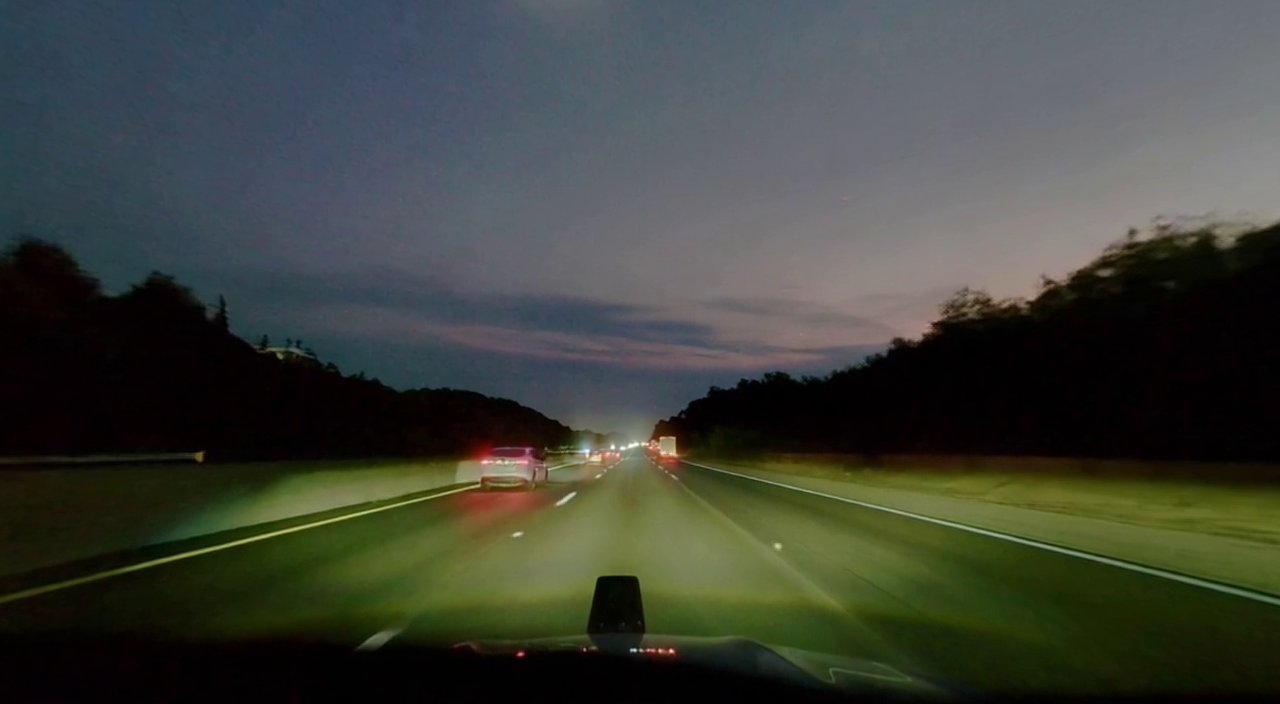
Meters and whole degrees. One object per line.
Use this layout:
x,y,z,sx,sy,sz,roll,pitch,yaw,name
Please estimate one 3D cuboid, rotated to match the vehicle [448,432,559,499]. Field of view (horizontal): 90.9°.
-3.751,3.224,18.221,2.108,1.666,4.558,0,-9,1,vehicle
